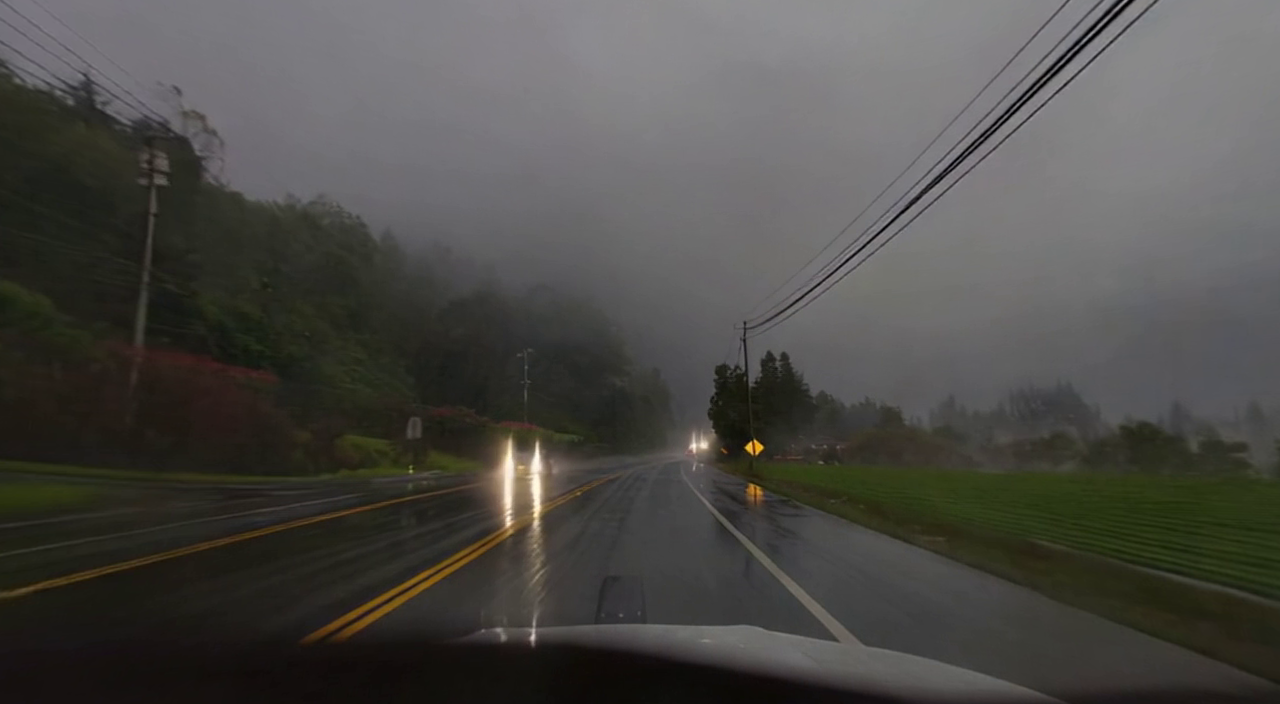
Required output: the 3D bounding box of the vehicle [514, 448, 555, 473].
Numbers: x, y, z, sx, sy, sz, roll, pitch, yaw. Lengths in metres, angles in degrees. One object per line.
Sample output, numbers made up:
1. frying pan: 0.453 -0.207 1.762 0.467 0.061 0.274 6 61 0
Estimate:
1. vehicle: -7.298 7.525 44.106 2.056 1.677 4.282 0 -9 2
